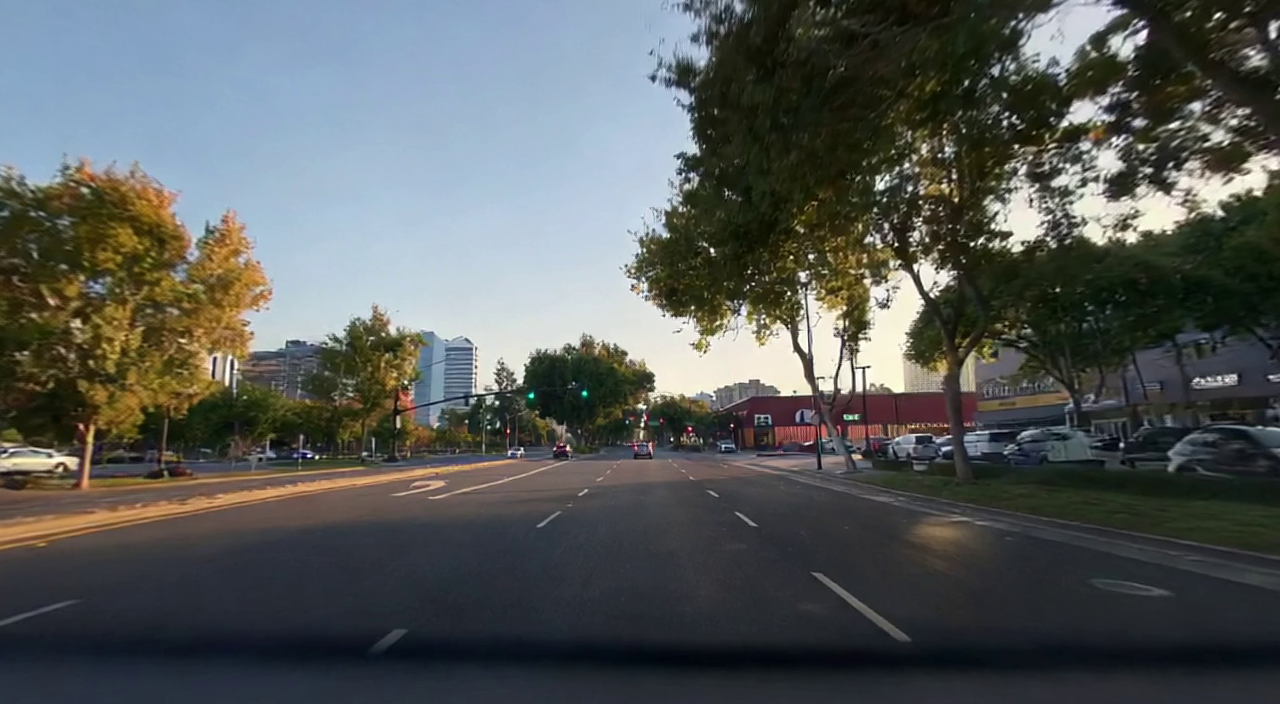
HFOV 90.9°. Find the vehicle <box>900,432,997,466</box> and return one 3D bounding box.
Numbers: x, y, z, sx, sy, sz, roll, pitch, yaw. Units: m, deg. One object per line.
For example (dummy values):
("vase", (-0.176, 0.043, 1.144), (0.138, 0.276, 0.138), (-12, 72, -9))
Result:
("vehicle", (17.189, 5.394, 35.257), (4.362, 1.455, 1.816), (-5, -7, 0))

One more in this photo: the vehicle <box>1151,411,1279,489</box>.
("vehicle", (17.350, 2.680, 17.796), (1.929, 1.943, 4.538), (-2, -7, 0))

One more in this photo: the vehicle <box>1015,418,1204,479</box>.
("vehicle", (16.052, 3.311, 21.786), (4.749, 1.785, 2.137), (-2, -7, 0))
